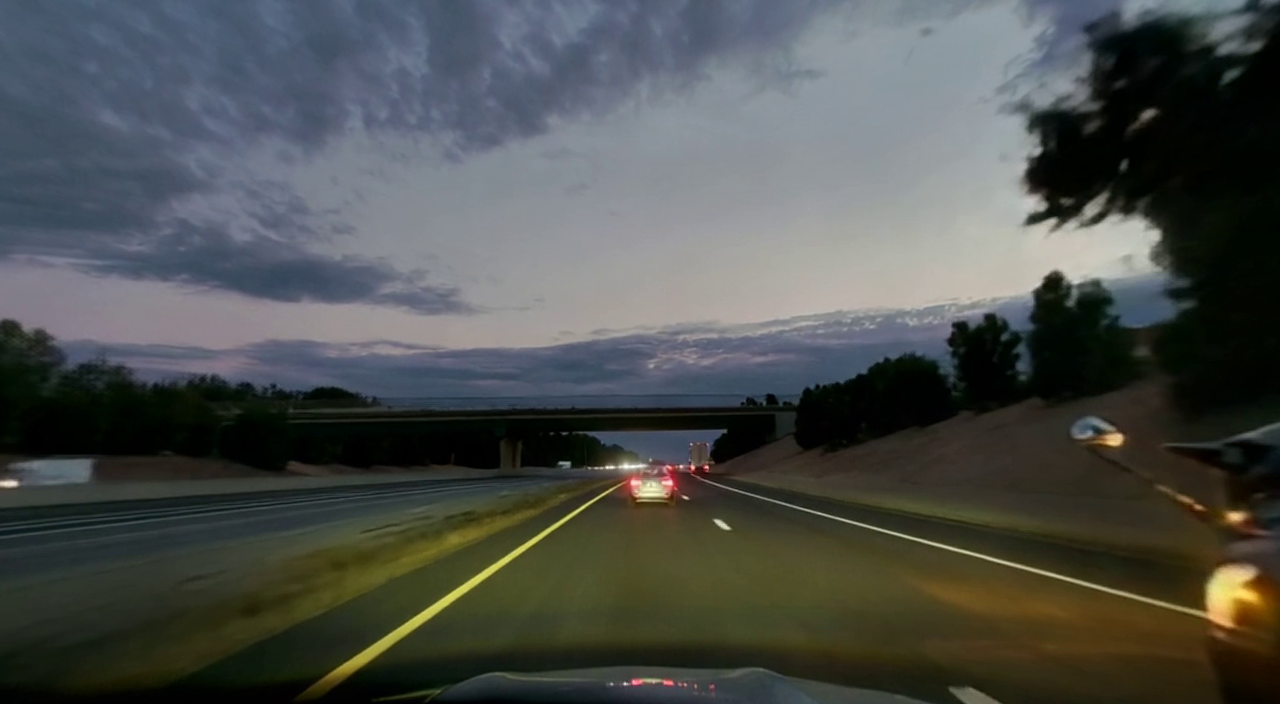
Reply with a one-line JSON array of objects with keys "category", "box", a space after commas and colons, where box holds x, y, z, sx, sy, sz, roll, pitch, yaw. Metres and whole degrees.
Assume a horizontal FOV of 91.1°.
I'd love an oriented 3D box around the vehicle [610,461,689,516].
[{"category": "vehicle", "box": [0.275, 4.110, 19.169, 2.156, 1.444, 3.762, 1, -11, 0]}]
